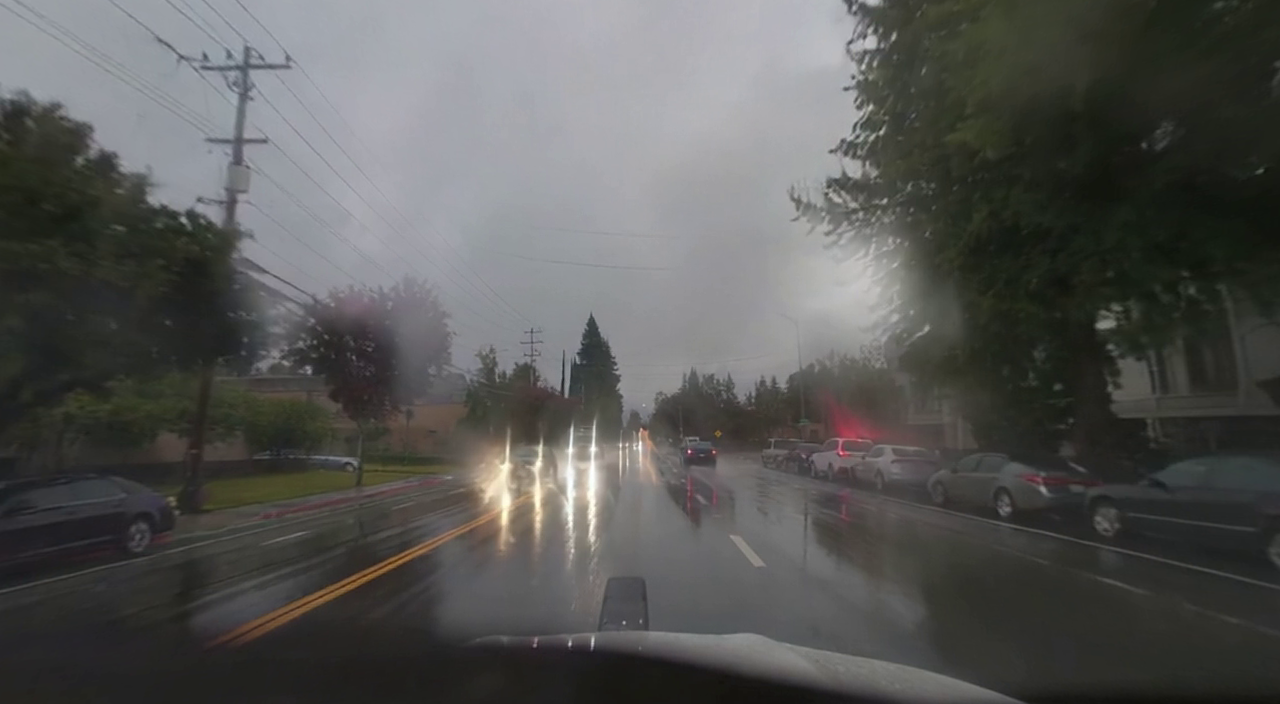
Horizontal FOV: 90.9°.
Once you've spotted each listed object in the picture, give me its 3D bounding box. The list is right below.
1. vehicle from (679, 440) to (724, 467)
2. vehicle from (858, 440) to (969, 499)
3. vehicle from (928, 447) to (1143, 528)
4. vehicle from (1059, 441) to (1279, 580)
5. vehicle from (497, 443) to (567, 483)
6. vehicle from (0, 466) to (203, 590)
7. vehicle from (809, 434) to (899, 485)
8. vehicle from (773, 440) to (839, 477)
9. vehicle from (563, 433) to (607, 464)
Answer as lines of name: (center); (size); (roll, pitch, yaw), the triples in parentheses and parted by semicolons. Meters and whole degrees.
vehicle: (3.536, 5.956, 37.199); (2.059, 1.489, 4.629); (0, -8, -2)
vehicle: (8.066, 3.470, 18.998); (1.836, 1.500, 3.630); (3, -8, 2)
vehicle: (7.954, 2.712, 13.283); (1.787, 1.402, 4.271); (0, -8, 1)
vehicle: (7.884, 1.877, 7.988); (2.093, 1.472, 4.434); (0, -8, 0)
vehicle: (-4.280, 4.446, 25.644); (1.989, 1.474, 4.112); (0, -8, 2)
vehicle: (-9.352, 2.544, 9.496); (2.117, 1.474, 4.740); (0, -8, 0)
vehicle: (8.049, 4.090, 24.237); (1.879, 1.765, 4.339); (0, -8, -1)
vehicle: (7.767, 5.009, 29.917); (1.862, 1.492, 4.571); (2, -8, 0)
vehicle: (-3.913, 6.986, 45.892); (2.435, 2.069, 5.772); (-1, -8, 2)
